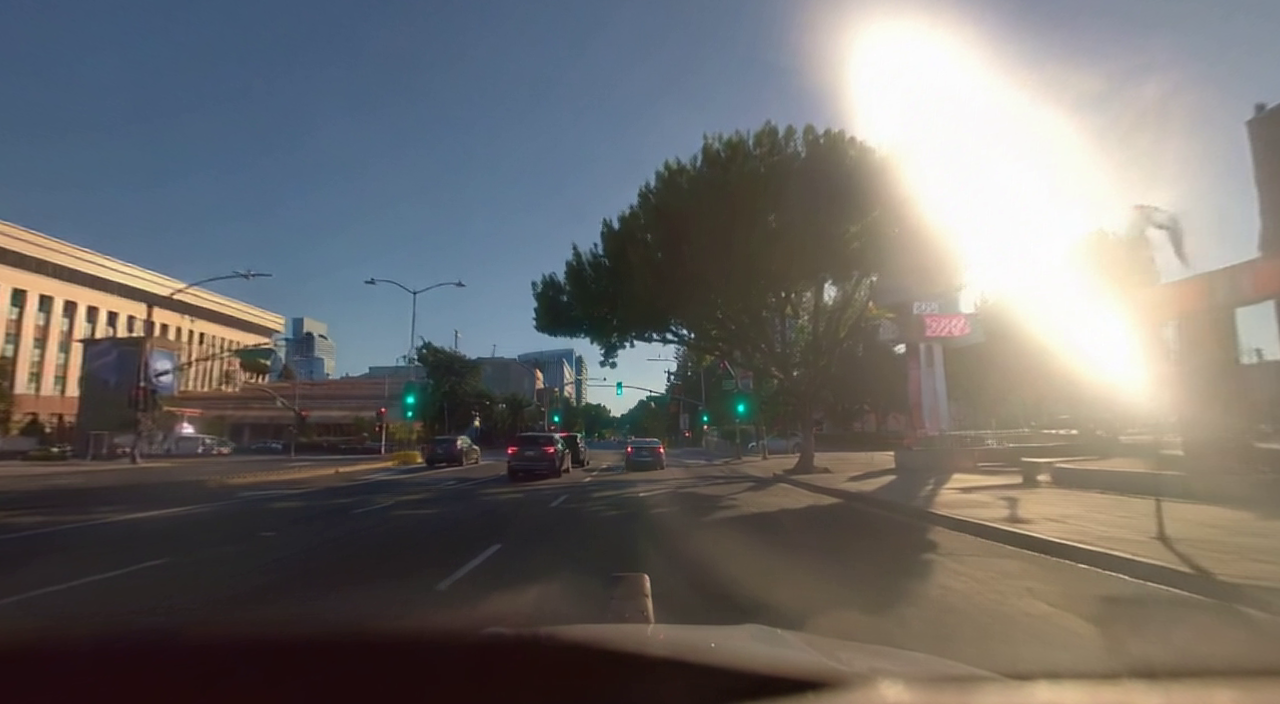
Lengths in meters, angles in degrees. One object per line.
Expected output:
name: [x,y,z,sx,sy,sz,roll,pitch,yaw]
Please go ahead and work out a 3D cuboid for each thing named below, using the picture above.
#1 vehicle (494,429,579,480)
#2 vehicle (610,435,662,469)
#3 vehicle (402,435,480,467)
vehicle: [-3.344,3.437,21.314,2.029,1.517,4.375,0,-8,1]
vehicle: [-0.113,4.692,29.886,2.258,1.507,3.896,-1,-8,2]
vehicle: [-9.631,4.832,30.921,2.096,1.474,4.585,-1,-8,3]
